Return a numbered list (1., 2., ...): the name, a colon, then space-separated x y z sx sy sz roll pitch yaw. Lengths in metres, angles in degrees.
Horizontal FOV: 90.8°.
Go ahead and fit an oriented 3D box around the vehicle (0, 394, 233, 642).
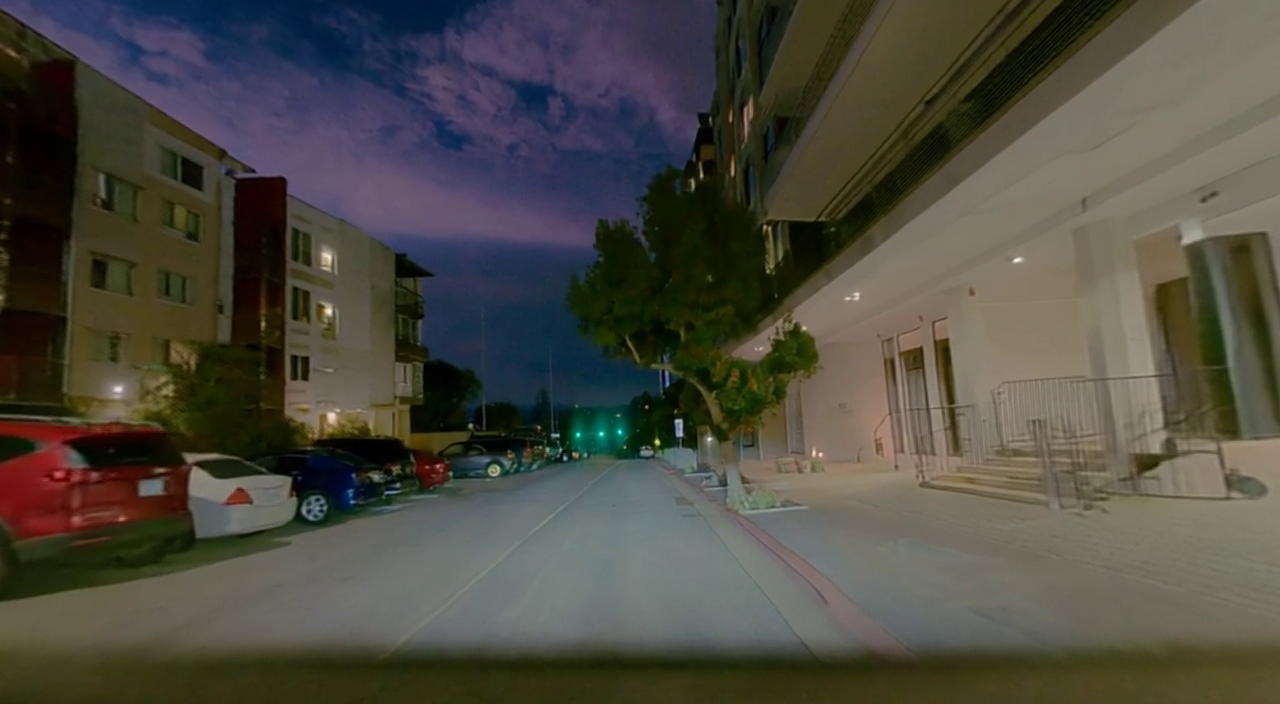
1. vehicle: -7.444 1.530 6.460 4.981 1.975 2.296 -1 -9 4
